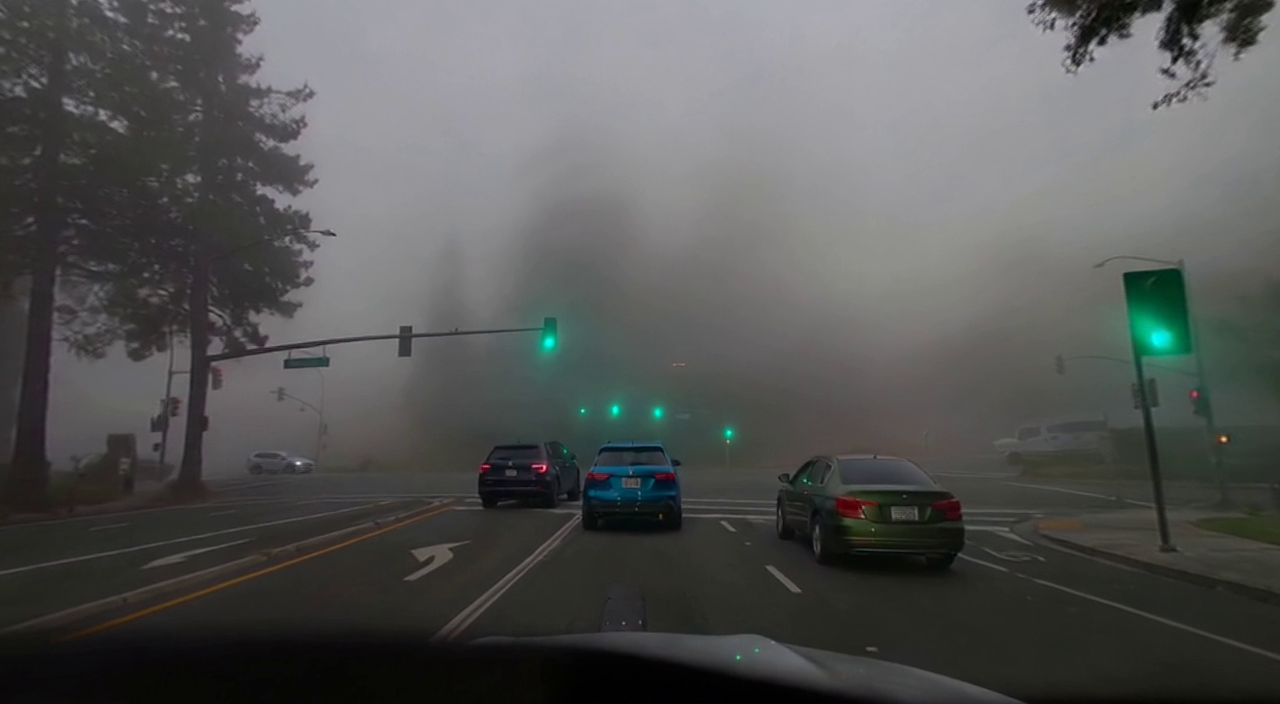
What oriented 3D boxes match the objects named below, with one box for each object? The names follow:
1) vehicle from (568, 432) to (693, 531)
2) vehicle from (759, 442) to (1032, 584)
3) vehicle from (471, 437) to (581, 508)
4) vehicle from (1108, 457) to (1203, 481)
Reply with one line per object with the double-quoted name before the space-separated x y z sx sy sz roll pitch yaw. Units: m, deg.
"vehicle" -0.136 2.520 12.828 2.108 1.654 4.235 0 -9 1
"vehicle" 3.134 2.049 8.959 2.056 1.468 4.520 0 -9 1
"vehicle" -2.875 3.125 16.761 1.987 1.633 4.005 0 -9 3
"vehicle" 36.650 8.308 44.720 4.705 1.631 2.053 -1 -9 10
